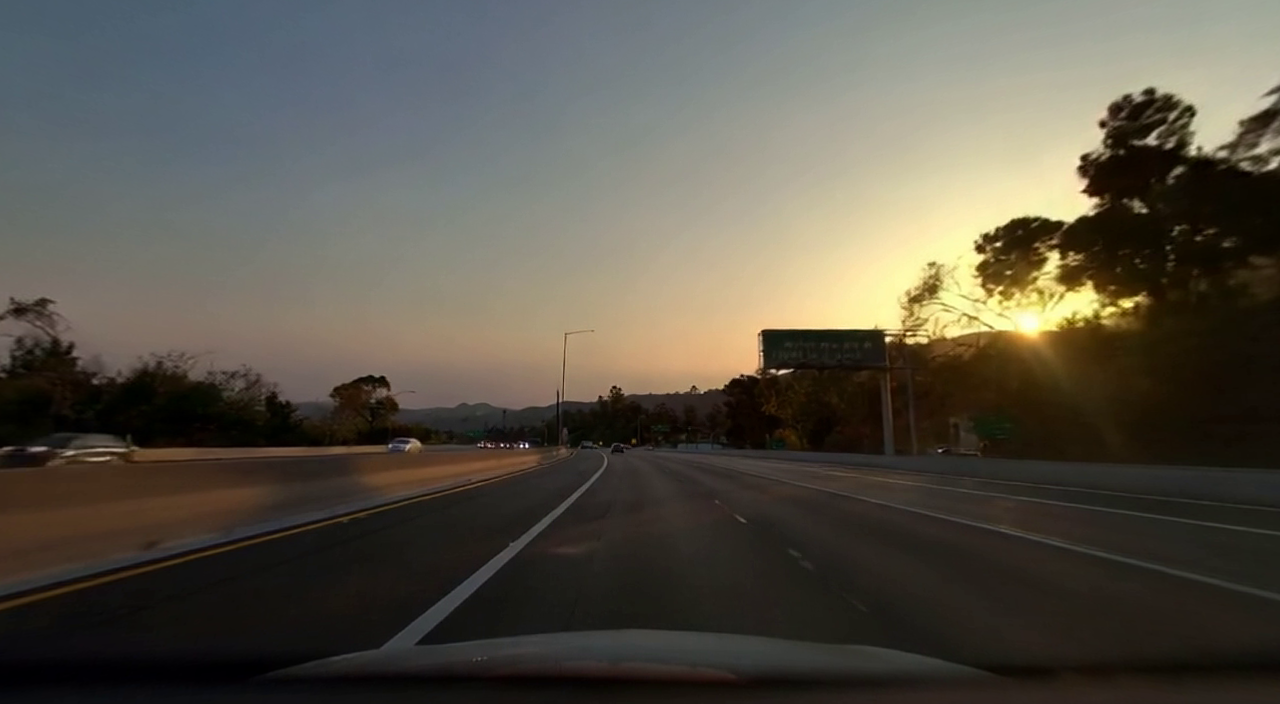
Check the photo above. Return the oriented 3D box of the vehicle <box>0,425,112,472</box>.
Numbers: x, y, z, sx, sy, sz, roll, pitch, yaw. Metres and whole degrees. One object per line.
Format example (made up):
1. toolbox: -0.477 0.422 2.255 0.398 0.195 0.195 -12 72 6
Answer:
1. vehicle: -24.520 3.931 25.631 2.128 1.717 4.624 0 -9 -1
